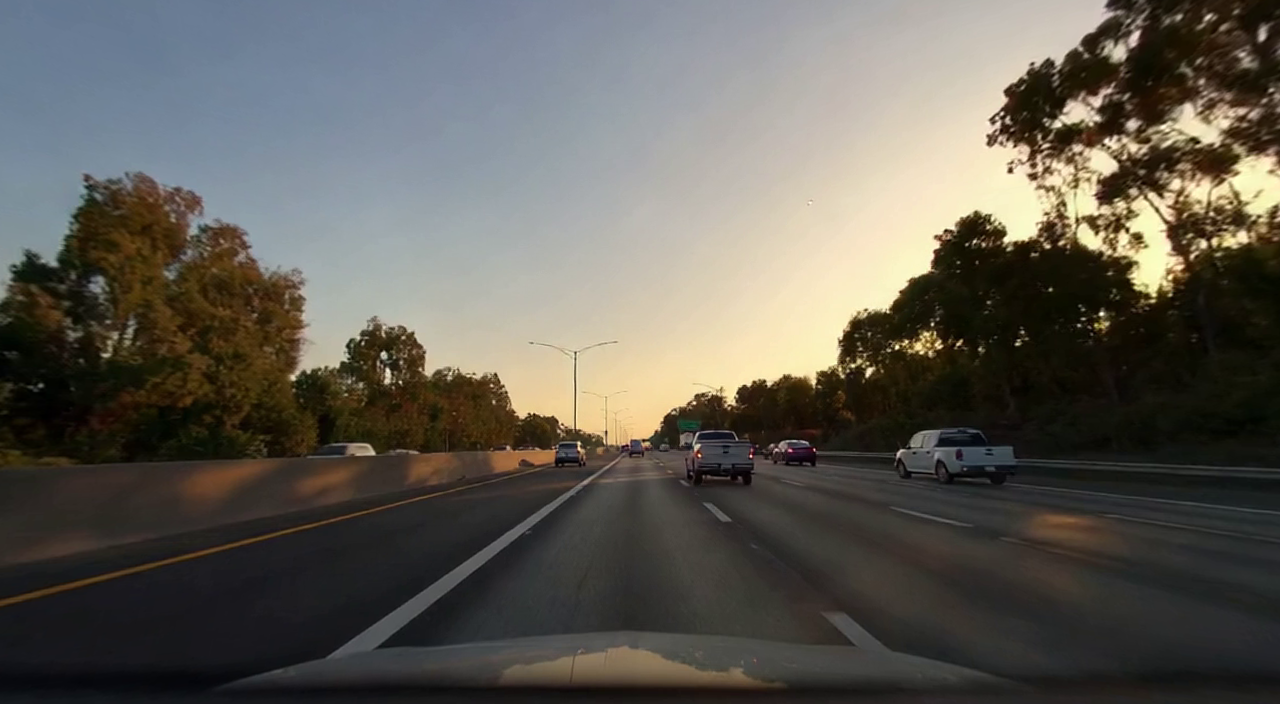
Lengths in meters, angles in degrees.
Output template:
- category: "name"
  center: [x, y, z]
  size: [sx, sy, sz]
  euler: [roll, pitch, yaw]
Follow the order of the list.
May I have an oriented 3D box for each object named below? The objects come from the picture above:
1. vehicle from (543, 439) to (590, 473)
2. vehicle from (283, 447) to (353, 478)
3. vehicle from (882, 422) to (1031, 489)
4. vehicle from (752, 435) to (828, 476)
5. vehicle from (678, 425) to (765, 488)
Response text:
- category: "vehicle"
  center: [-3.813, 5.476, 33.441]
  size: [1.992, 1.651, 4.185]
  euler: [0, -8, 0]
- category: "vehicle"
  center: [-15.562, 5.345, 30.727]
  size: [1.642, 1.358, 3.384]
  euler: [-1, -8, -1]
- category: "vehicle"
  center: [9.954, 3.299, 20.476]
  size: [2.046, 1.873, 5.131]
  euler: [0, -8, -1]
- category: "vehicle"
  center: [6.552, 4.566, 28.161]
  size: [2.105, 1.655, 4.652]
  euler: [0, -8, -1]
- category: "vehicle"
  center: [2.639, 3.584, 21.938]
  size: [2.200, 1.870, 5.649]
  euler: [0, -8, -1]
